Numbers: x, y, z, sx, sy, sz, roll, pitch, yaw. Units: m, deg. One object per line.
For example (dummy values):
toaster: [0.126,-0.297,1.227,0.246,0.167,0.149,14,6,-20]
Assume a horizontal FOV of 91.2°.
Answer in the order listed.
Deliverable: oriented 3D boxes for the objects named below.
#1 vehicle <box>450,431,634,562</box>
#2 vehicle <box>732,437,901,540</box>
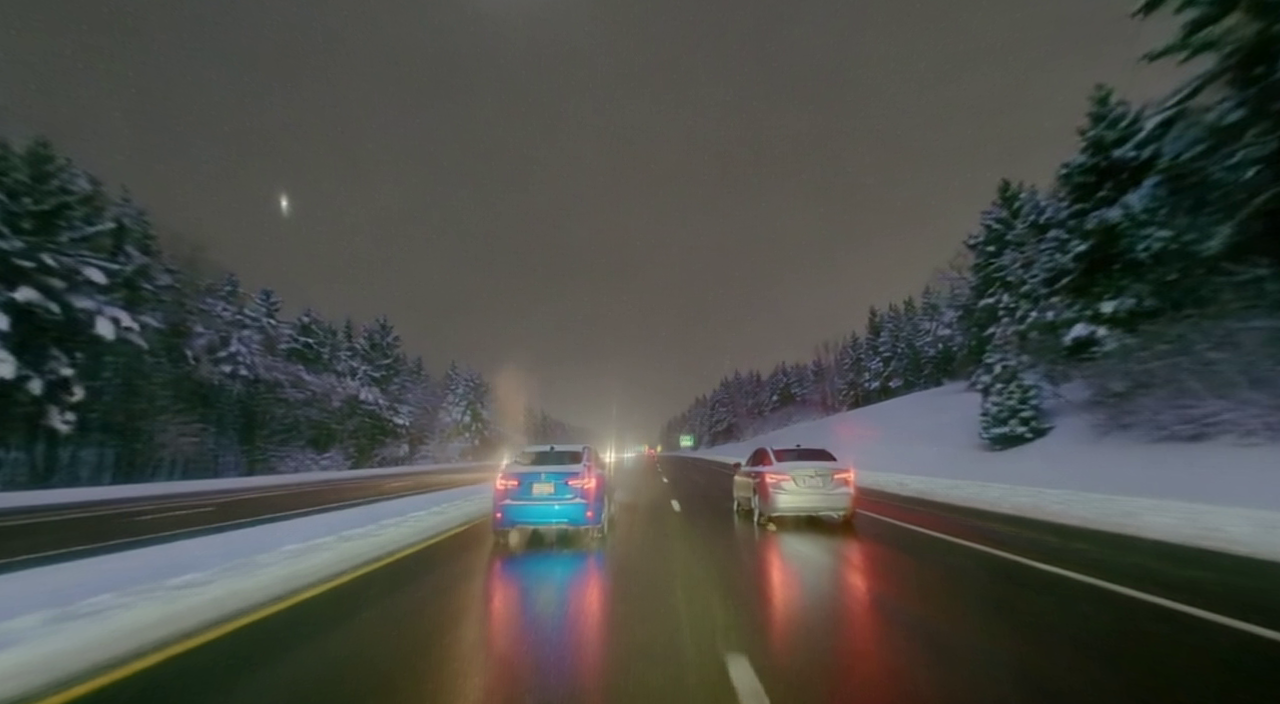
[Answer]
vehicle: [-1.196,2.060,9.696,2.083,1.548,4.251,-1,-9,1]
vehicle: [2.984,2.386,11.595,2.021,1.533,4.014,-1,-9,1]
